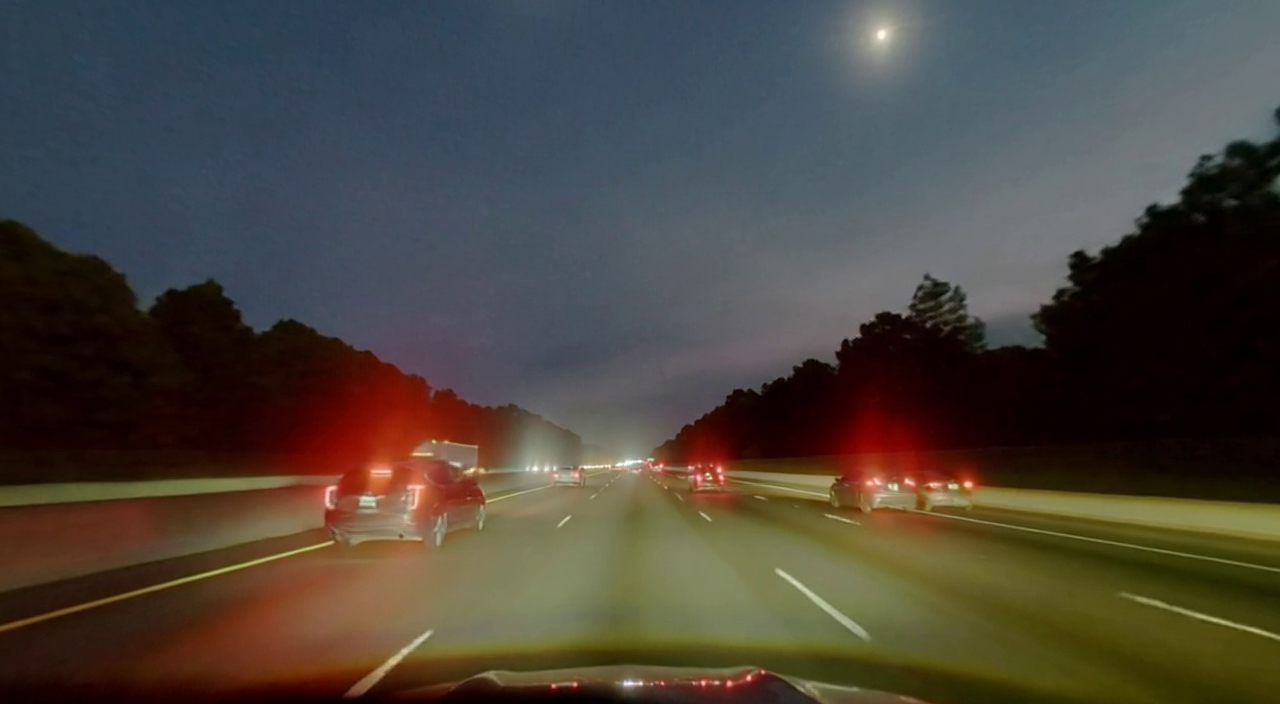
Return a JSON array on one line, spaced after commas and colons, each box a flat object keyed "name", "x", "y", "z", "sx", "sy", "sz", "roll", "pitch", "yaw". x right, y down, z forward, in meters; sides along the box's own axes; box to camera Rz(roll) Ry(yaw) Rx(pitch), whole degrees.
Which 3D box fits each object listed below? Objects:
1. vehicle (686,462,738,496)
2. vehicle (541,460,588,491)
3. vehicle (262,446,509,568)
[{"name": "vehicle", "x": 3.492, "y": 6.247, "z": 31.247, "sx": 1.981, "sy": 1.516, "sz": 4.109, "roll": 1, "pitch": -10, "yaw": -1}, {"name": "vehicle", "x": -3.909, "y": 6.529, "z": 33.335, "sx": 2.000, "sy": 1.484, "sz": 3.995, "roll": 1, "pitch": -10, "yaw": -1}, {"name": "vehicle", "x": -3.643, "y": 2.362, "z": 10.245, "sx": 2.004, "sy": 1.468, "sz": 4.812, "roll": 1, "pitch": -10, "yaw": 0}]
